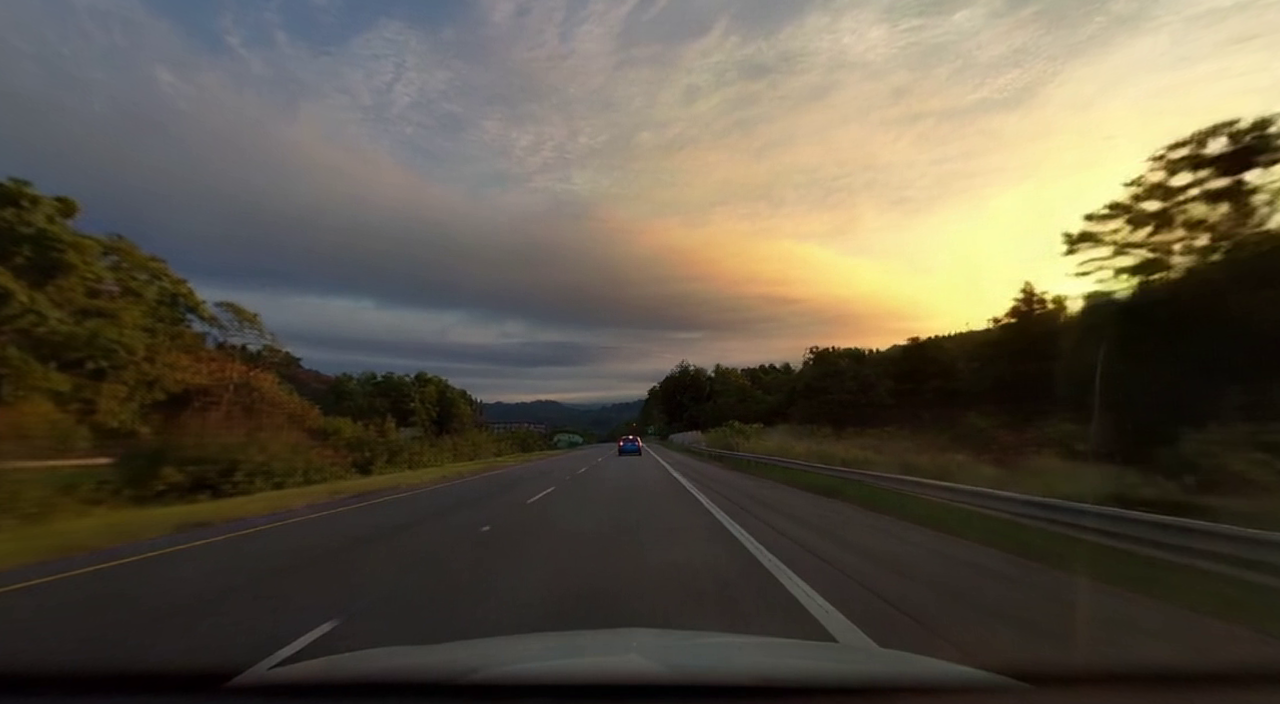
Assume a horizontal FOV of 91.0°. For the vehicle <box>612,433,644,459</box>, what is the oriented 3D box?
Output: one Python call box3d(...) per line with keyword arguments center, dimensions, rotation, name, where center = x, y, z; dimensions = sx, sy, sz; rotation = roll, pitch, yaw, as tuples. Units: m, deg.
box3d(center=(-0.827, 6.596, 44.366), dimensions=(2.180, 1.717, 4.139), rotation=(0, -8, -1), name="vehicle")
